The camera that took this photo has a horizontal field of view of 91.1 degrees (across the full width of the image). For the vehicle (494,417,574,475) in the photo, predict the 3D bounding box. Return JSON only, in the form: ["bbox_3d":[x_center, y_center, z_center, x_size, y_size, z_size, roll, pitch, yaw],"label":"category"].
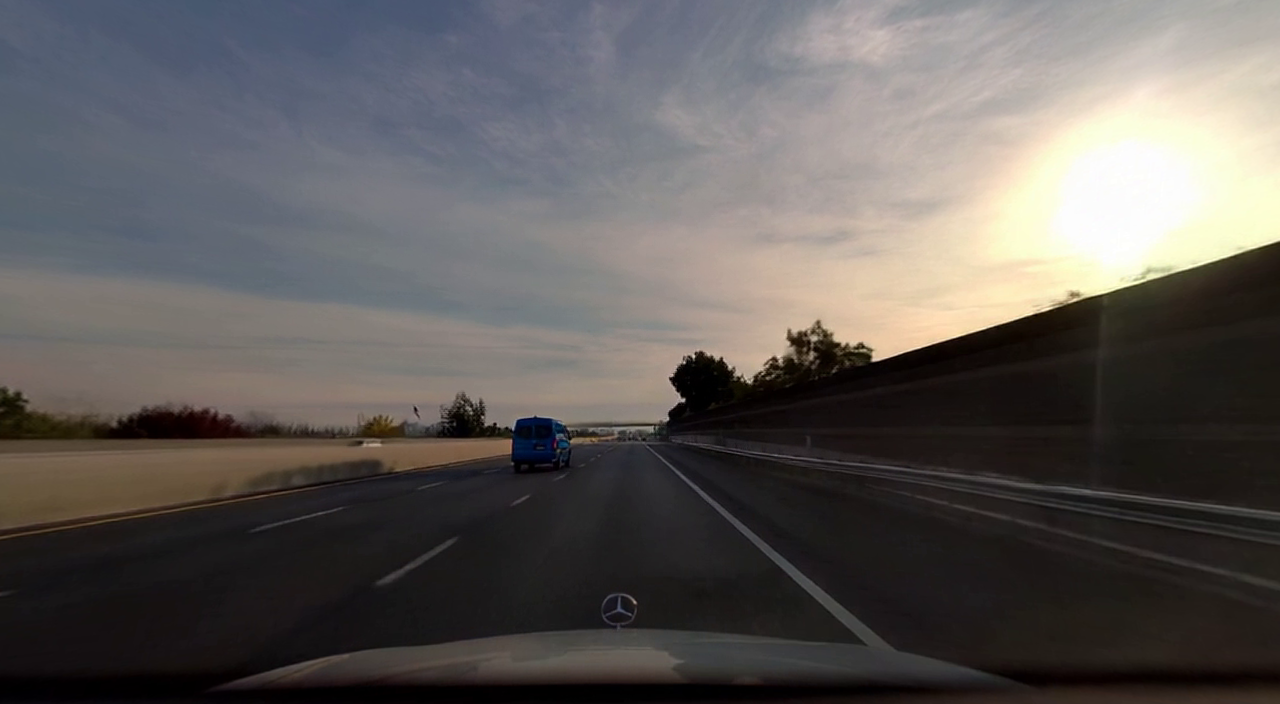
[{"bbox_3d":[-4.029,3.659,24.791,2.309,2.053,4.884,0,-8,0],"label":"vehicle"}]

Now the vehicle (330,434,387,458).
[{"bbox_3d":[-21.294,7.111,47.791,2.024,1.717,5.039,0,-8,-1],"label":"vehicle"}]
